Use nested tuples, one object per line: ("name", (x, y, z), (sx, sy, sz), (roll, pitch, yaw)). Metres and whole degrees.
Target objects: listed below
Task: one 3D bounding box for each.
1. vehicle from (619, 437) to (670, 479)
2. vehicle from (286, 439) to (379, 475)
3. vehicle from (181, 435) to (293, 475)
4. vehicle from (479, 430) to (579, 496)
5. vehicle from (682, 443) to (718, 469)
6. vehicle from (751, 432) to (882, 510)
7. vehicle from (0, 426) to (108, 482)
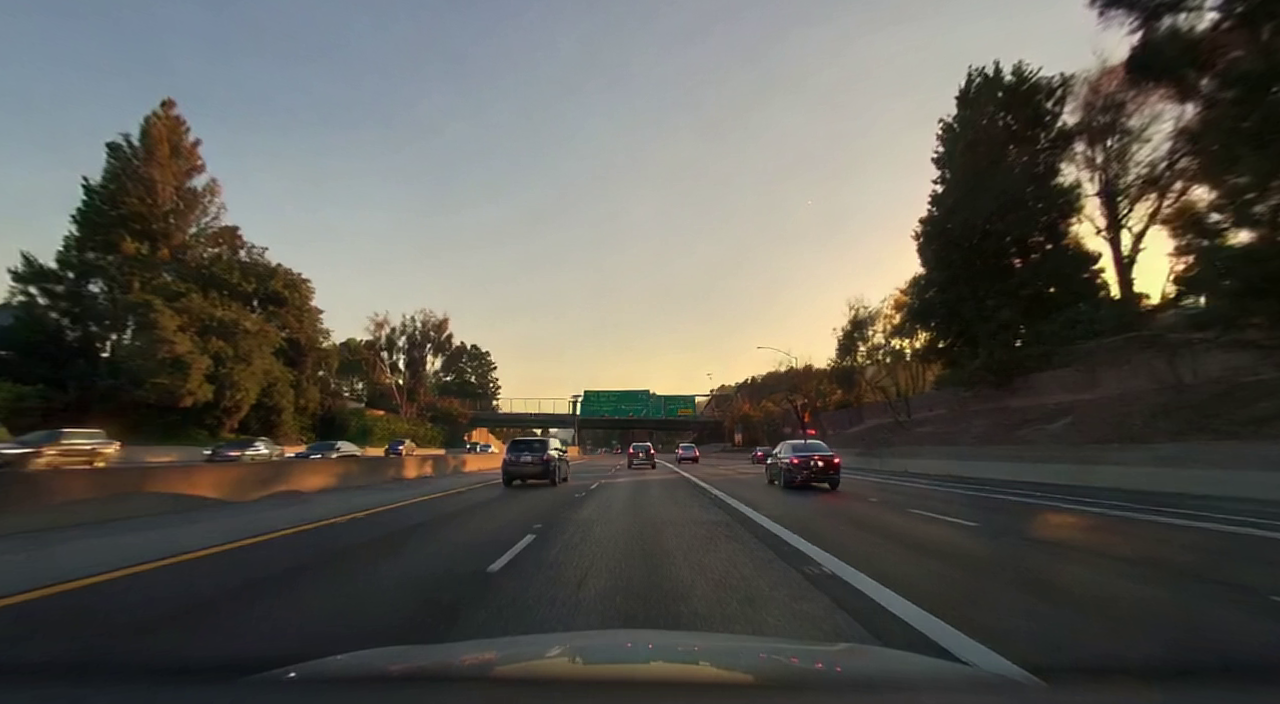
("vehicle", (0.189, 4.836, 28.900), (2.181, 1.728, 3.970), (0, -9, 0))
("vehicle", (-13.937, 4.784, 28.893), (1.947, 1.508, 4.478), (0, -9, 1))
("vehicle", (-18.000, 4.620, 28.412), (2.050, 1.656, 4.475), (0, -9, 0))
("vehicle", (-3.284, 3.421, 19.745), (2.199, 1.777, 4.790), (0, -9, 1))
("vehicle", (4.177, 7.321, 44.555), (2.022, 1.682, 4.226), (1, -9, -1))
("vehicle", (4.277, 2.963, 16.197), (2.041, 1.669, 4.712), (0, -9, 1))
("vehicle", (-22.030, 3.644, 22.562), (1.993, 1.812, 4.418), (0, -9, 0))
